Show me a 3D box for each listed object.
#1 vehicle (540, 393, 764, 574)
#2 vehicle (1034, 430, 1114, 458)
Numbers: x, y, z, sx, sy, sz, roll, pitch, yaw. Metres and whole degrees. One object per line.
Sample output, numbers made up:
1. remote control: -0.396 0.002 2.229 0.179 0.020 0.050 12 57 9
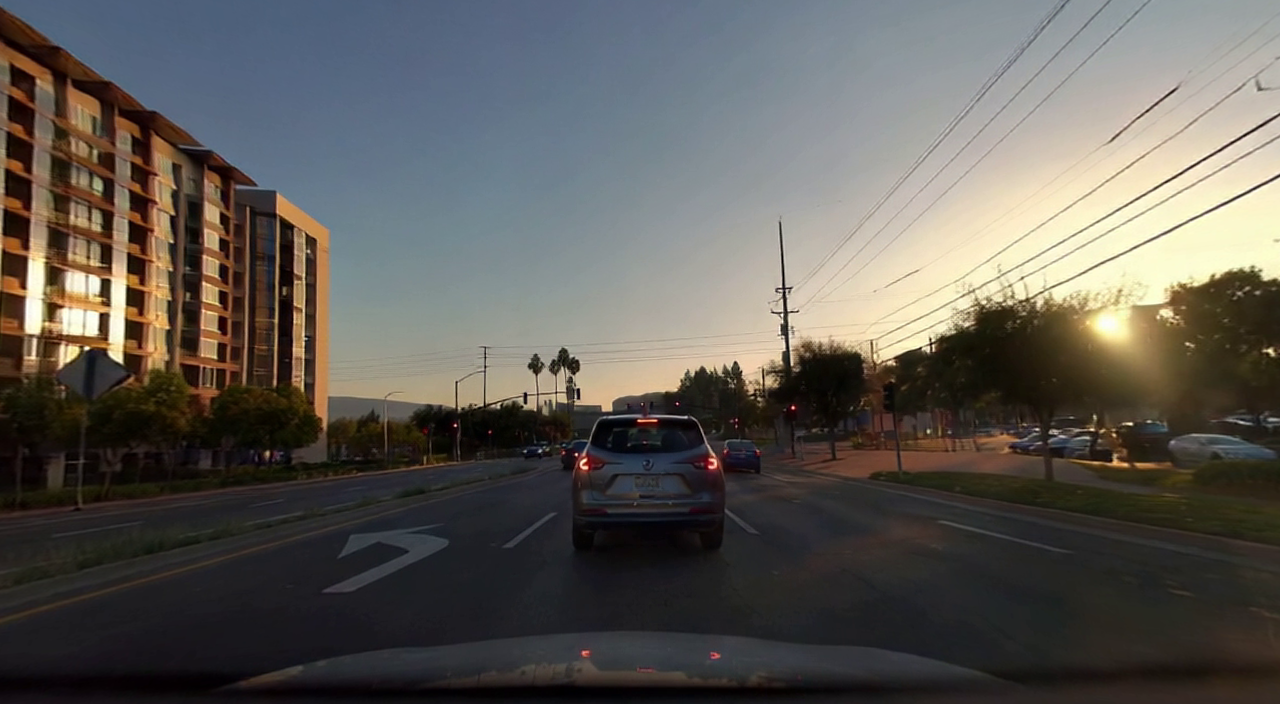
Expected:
1. vehicle: 0.117 1.614 8.446 2.189 1.776 4.342 0 -9 0
2. vehicle: 33.922 7.241 49.682 2.400 2.035 6.402 -1 -9 7
